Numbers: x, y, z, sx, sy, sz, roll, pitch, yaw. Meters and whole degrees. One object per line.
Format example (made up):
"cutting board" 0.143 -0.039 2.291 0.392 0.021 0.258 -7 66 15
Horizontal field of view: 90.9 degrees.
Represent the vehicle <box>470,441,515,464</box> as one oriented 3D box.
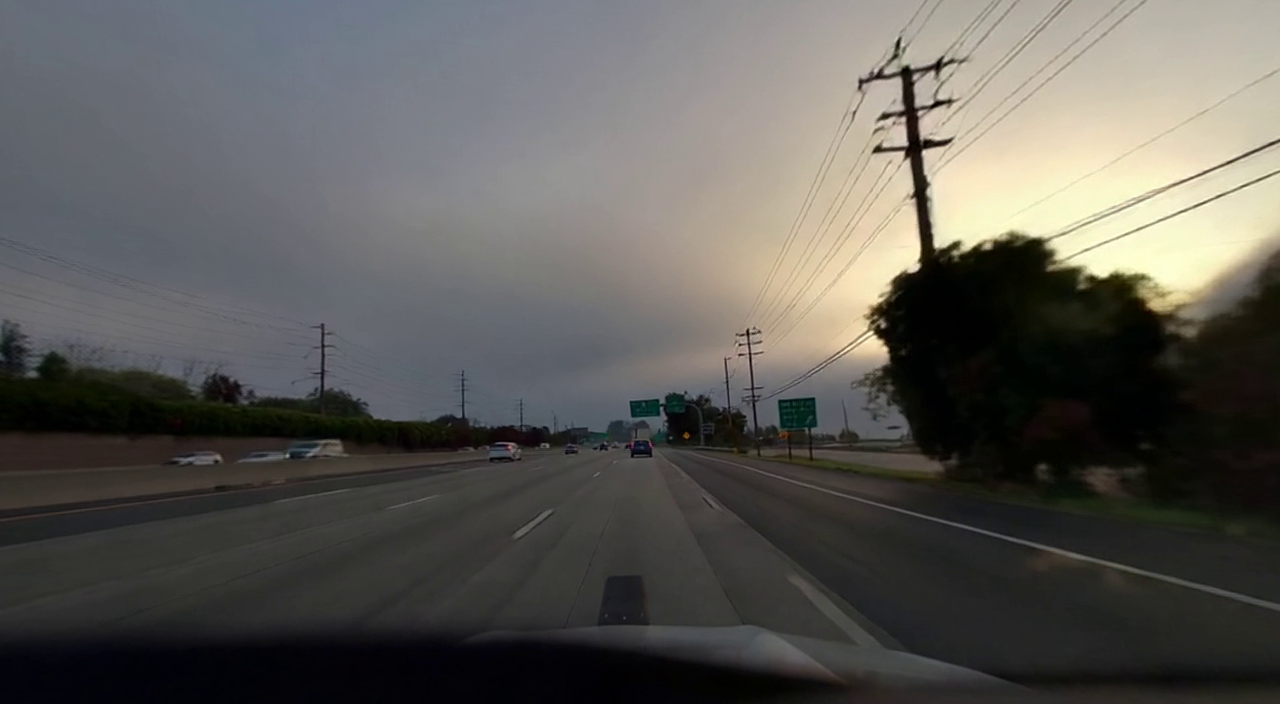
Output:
"vehicle" -10.110 6.923 43.564 1.947 1.528 4.355 0 -8 1
